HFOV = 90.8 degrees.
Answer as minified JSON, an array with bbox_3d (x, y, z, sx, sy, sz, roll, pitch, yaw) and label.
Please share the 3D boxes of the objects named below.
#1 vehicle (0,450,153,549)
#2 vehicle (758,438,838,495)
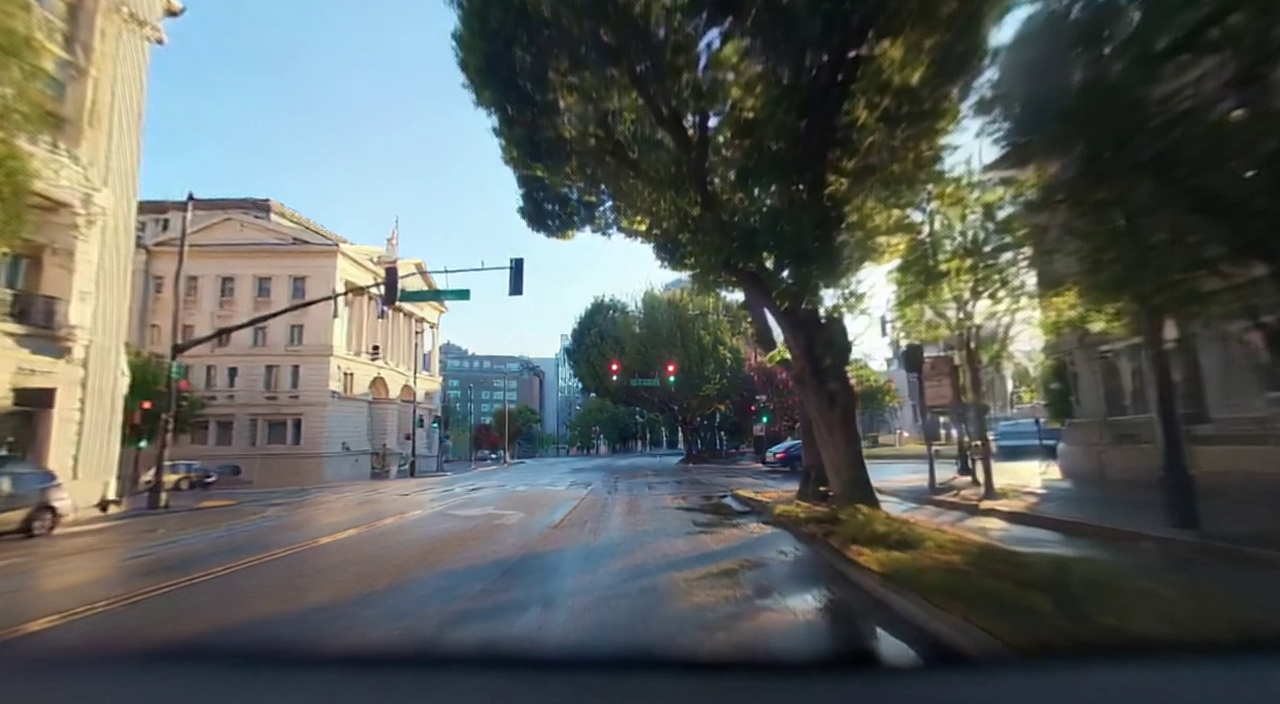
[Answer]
[{"bbox_3d":[-12.305,2.733,11.801,2.011,1.668,5.474,0,-8,1],"label":"vehicle"},{"bbox_3d":[4.754,3.448,19.542,2.085,1.530,4.125,-2,-8,11],"label":"vehicle"}]
